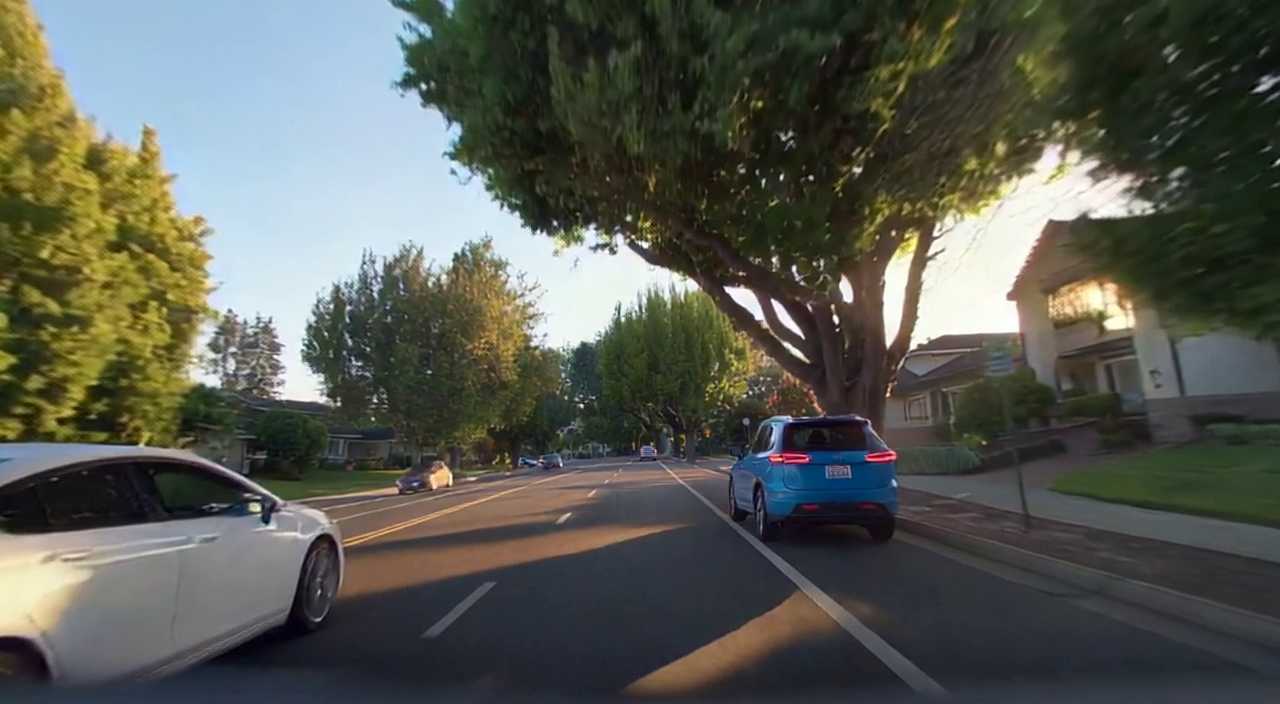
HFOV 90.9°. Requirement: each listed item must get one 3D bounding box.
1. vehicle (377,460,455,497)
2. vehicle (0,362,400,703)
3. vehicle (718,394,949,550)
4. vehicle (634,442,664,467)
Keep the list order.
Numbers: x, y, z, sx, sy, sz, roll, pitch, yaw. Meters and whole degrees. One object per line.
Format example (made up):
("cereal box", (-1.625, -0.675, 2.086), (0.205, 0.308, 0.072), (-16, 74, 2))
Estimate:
("vehicle", (-10.364, 5.867, 29.565), (1.893, 1.441, 4.604), (-1, -9, 2))
("vehicle", (-3.204, 1.048, 3.274), (2.058, 1.659, 4.514), (0, -9, 1))
("vehicle", (2.939, 2.033, 11.331), (2.338, 2.063, 5.592), (0, -9, 0))
("vehicle", (0.628, 7.649, 47.229), (2.138, 1.729, 4.178), (0, -9, 0))
